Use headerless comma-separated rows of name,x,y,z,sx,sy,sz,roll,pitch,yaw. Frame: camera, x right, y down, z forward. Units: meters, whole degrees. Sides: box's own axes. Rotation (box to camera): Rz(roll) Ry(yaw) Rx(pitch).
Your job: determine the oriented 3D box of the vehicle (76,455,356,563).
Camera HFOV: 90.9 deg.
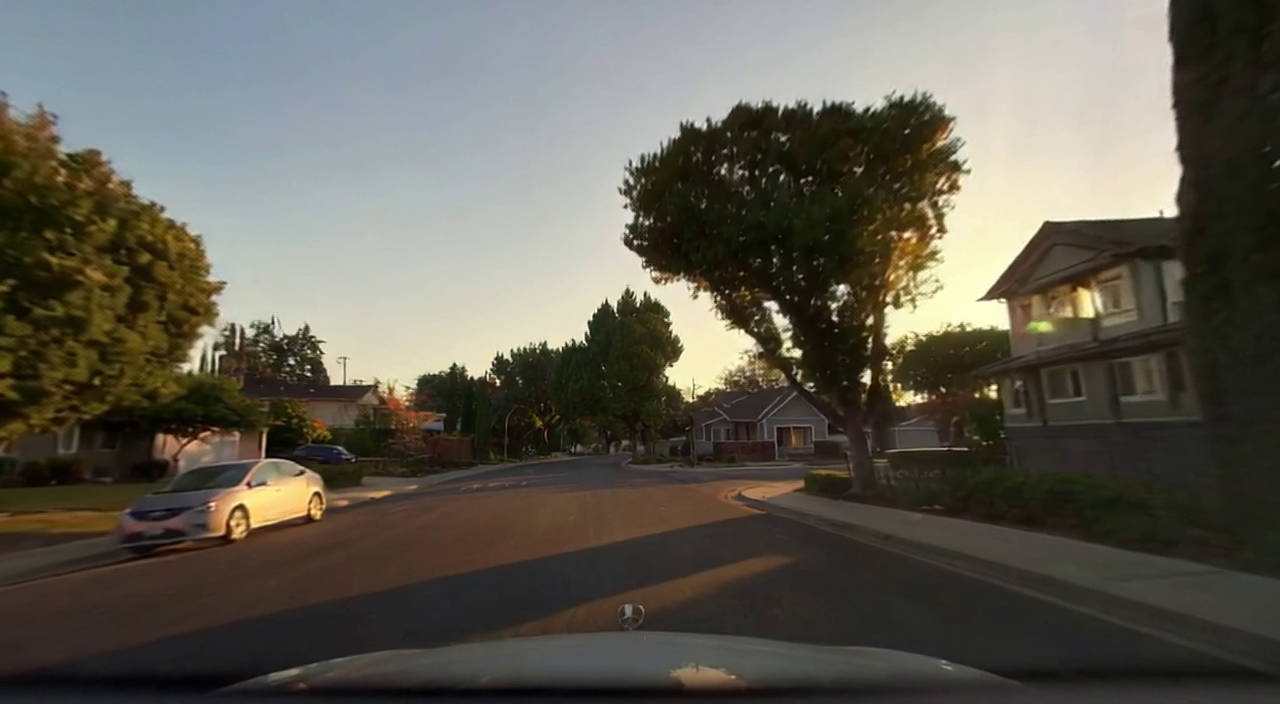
vehicle,-7.536,2.784,12.156,2.069,1.487,5.470,-1,-9,-6
